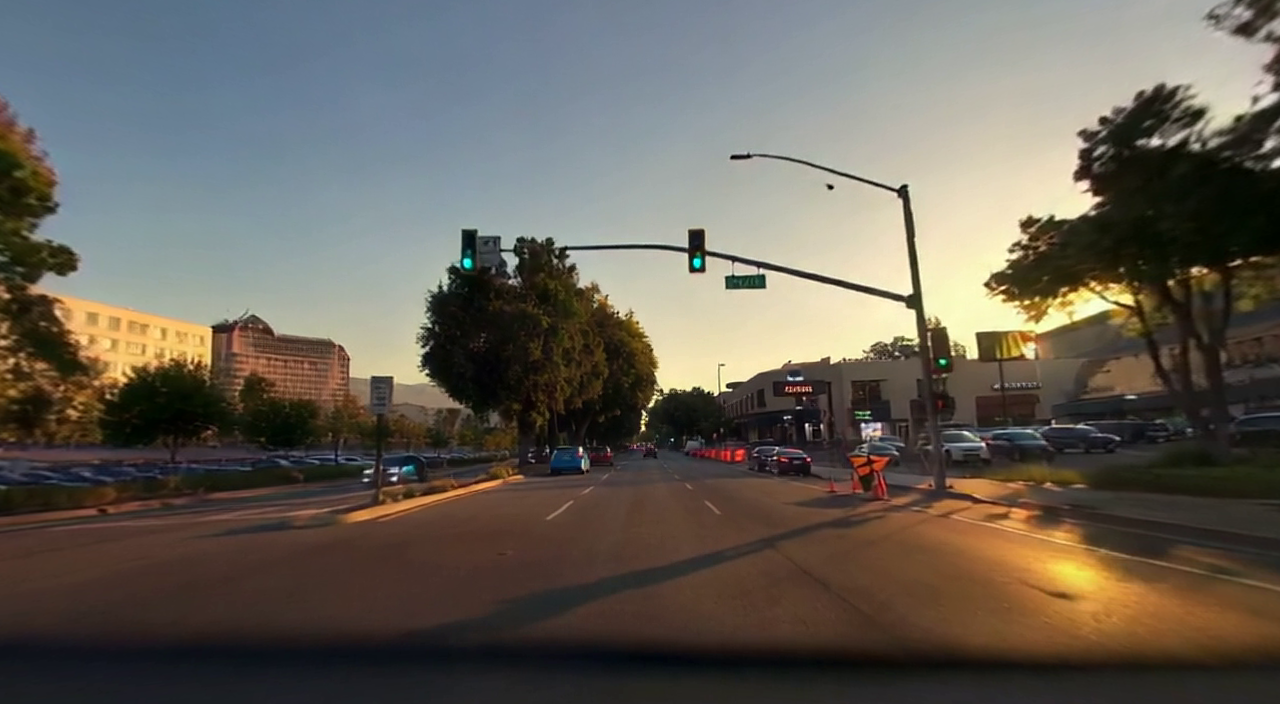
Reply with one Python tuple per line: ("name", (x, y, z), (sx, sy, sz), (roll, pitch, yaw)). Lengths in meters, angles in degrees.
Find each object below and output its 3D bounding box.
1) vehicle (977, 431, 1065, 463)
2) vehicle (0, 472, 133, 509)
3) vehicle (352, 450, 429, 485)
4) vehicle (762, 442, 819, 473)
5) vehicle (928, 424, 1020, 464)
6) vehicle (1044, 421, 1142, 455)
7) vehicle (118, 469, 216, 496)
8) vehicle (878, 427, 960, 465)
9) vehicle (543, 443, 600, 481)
("vehicle", (18.284, 4.590, 30.473), (1.881, 1.443, 3.882), (-1, -8, 2))
("vehicle", (-30.134, 7.271, 33.357), (5.077, 1.411, 1.808), (3, -11, -39))
("vehicle", (-11.986, 5.548, 30.613), (1.917, 1.495, 4.309), (-1, -8, 1))
("vehicle", (7.472, 5.242, 31.600), (1.799, 1.399, 4.317), (-1, -8, 0))
("vehicle", (16.126, 4.475, 30.695), (1.984, 1.774, 4.406), (0, -8, -1))
("vehicle", (25.845, 4.969, 36.208), (2.043, 1.803, 4.774), (-1, -8, 0))
("vehicle", (-30.235, 8.313, 40.385), (4.708, 1.457, 1.821), (8, -12, -43))
("vehicle", (13.588, 4.633, 31.026), (1.916, 1.683, 4.516), (0, -8, -1))
("vehicle", (-2.788, 4.576, 26.598), (1.926, 1.442, 4.231), (0, -8, 0))
